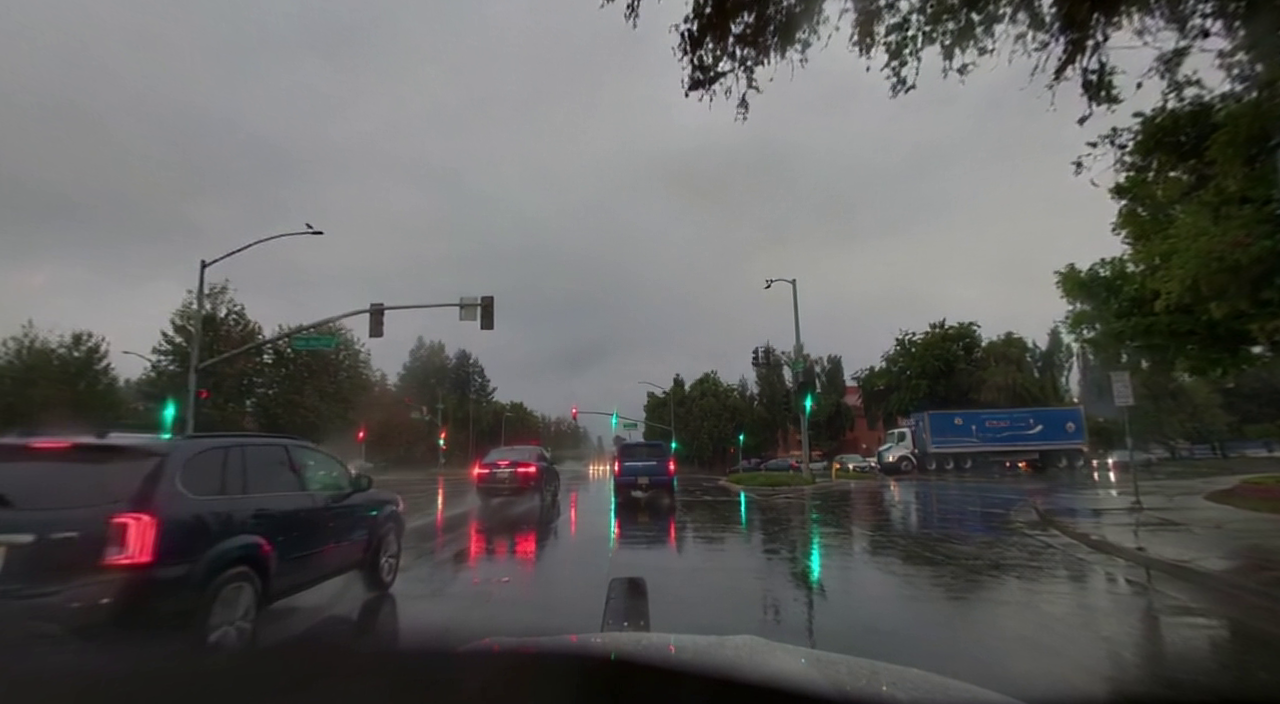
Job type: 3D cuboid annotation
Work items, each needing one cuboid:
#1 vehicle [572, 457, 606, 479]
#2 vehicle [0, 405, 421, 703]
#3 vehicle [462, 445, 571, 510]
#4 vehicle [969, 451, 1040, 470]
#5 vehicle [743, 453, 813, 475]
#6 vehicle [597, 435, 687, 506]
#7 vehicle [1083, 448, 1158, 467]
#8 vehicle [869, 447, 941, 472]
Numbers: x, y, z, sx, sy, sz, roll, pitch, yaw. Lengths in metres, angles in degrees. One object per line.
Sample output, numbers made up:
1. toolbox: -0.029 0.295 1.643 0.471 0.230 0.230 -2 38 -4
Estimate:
1. vehicle: -3.663 8.406 45.778 2.101 1.443 4.367 0 -8 0
2. vehicle: -3.165 1.252 4.459 1.960 1.528 3.490 0 -8 0
3. vehicle: -3.093 3.221 16.783 2.013 1.474 4.393 0 -8 0
4. vehicle: 28.828 8.581 49.953 4.365 1.448 1.928 0 -9 0
5. vehicle: 10.771 8.820 49.498 4.875 1.473 2.077 -2 -12 -2
6. vehicle: 0.032 3.136 17.137 2.163 1.678 3.846 0 -8 0
7. vehicle: 37.938 8.315 49.795 4.525 1.468 1.839 1 -9 -5
8. vehicle: 20.890 8.489 49.771 4.585 1.681 2.140 -3 -10 0
